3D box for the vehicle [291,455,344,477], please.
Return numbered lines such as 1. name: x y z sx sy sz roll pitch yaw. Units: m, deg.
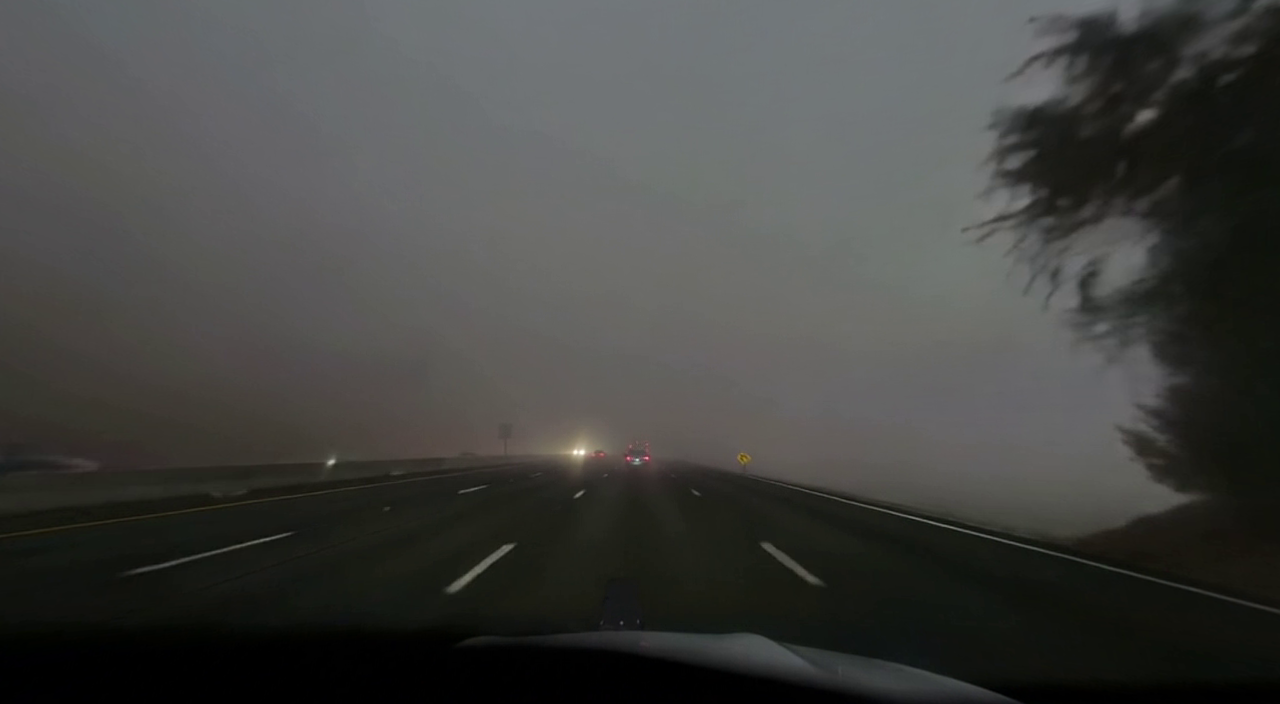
1. vehicle: -22.924 8.119 45.020 1.747 1.426 3.723 0 -9 1
